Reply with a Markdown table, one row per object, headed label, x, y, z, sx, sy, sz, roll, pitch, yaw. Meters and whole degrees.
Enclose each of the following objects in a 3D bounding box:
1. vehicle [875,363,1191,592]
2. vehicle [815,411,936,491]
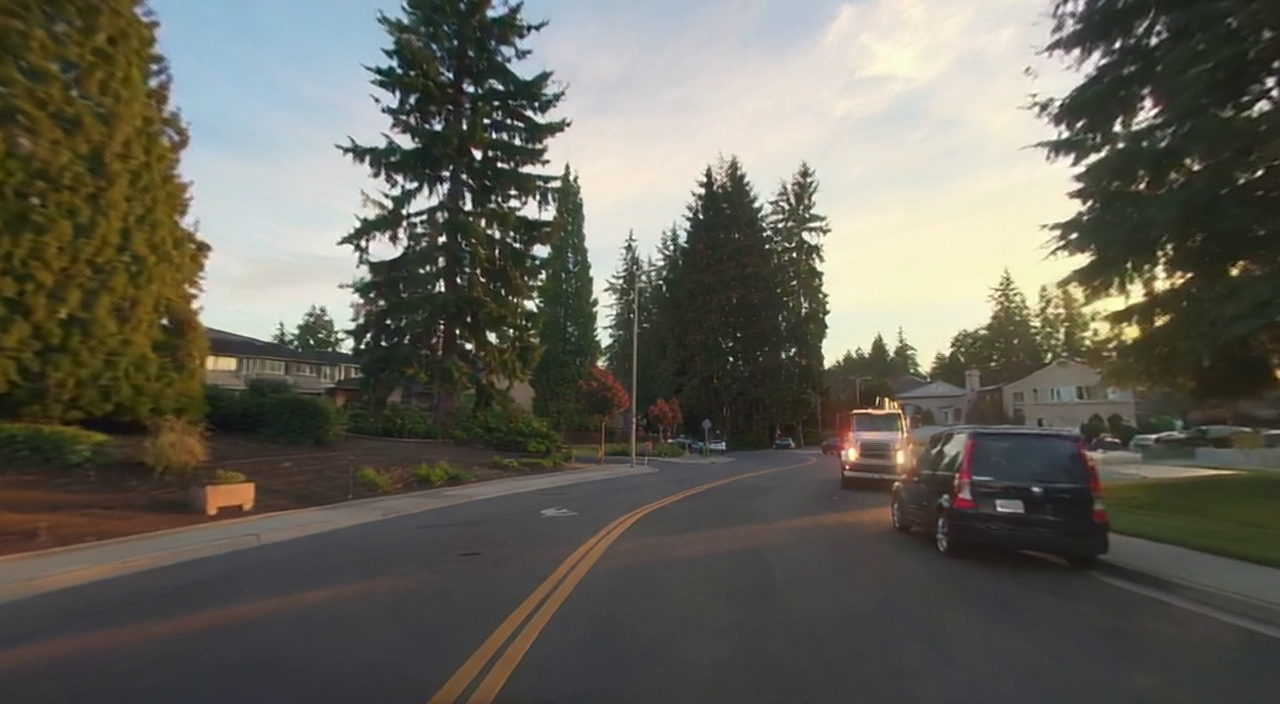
| label | x | y | z | sx | sy | sz | roll | pitch | yaw |
| --- | --- | --- | --- | --- | --- | --- | --- | --- | --- |
| vehicle | 4.480 | 1.464 | 7.897 | 2.043 | 2.250 | 3.024 | -1 | -9 | 5 |
| vehicle | 7.495 | 3.151 | 20.059 | 2.874 | 2.021 | 7.293 | -4 | -10 | 21 |
